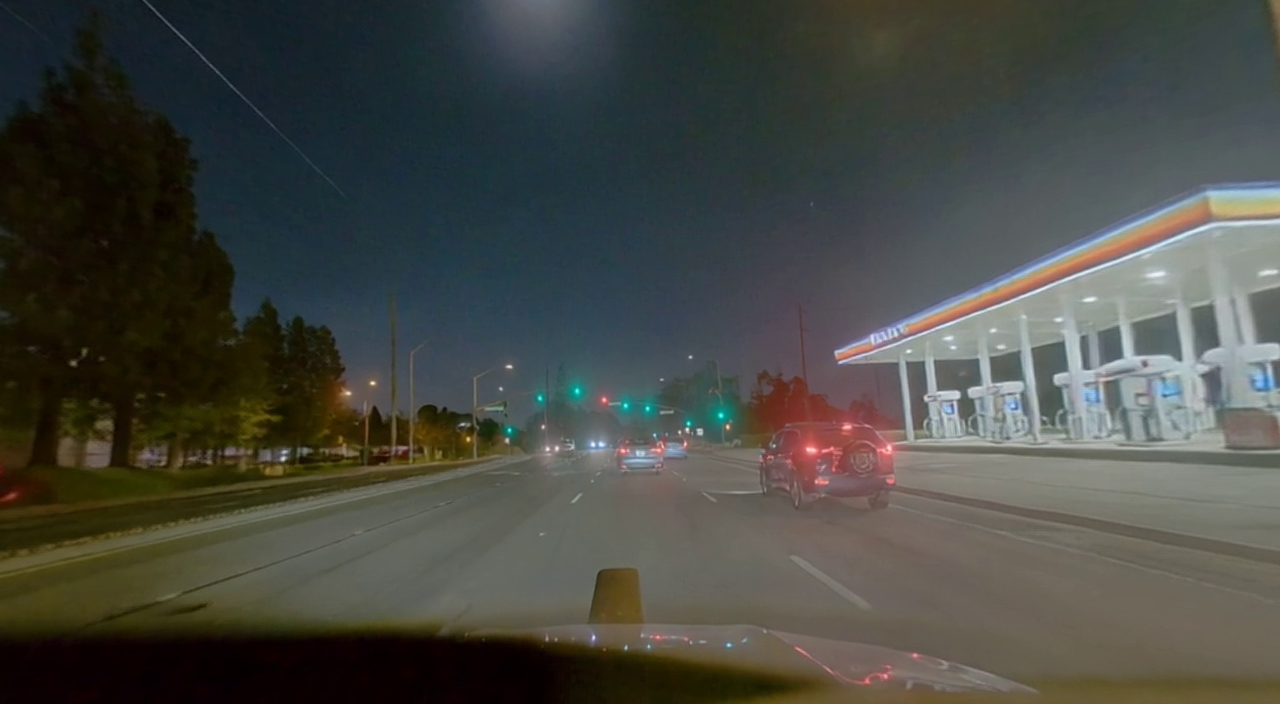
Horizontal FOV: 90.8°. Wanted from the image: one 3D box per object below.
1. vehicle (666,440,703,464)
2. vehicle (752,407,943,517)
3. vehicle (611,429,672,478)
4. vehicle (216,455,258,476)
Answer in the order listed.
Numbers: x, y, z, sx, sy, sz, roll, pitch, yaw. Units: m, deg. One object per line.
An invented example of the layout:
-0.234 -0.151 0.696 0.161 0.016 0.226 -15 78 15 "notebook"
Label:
2.589 5.909 37.603 1.822 1.331 3.583 0 -8 -3 "vehicle"
3.868 2.182 12.975 2.116 1.791 5.006 0 -8 -1 "vehicle"
-0.009 3.898 24.428 2.164 1.718 3.881 0 -8 -2 "vehicle"
-30.785 8.587 48.141 1.948 1.452 4.370 7 -11 -41 "vehicle"
